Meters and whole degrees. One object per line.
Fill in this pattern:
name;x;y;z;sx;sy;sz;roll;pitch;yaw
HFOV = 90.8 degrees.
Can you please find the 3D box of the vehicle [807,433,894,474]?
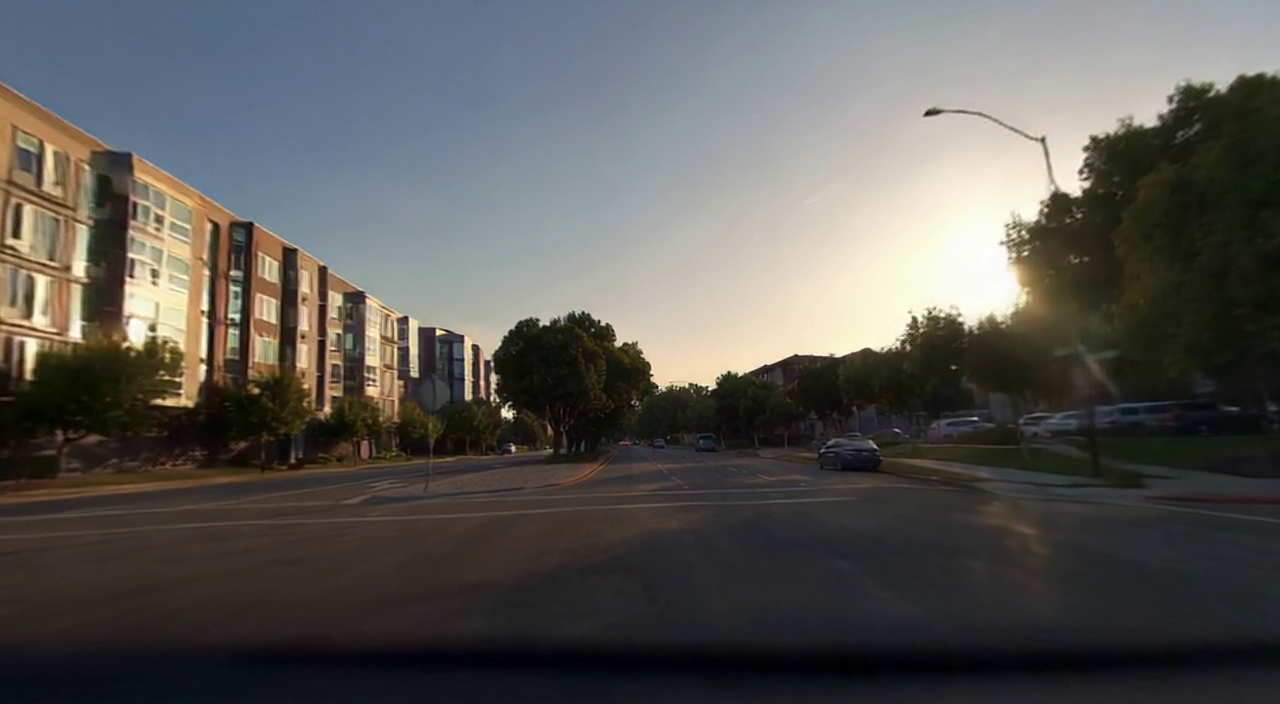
vehicle;9.777;4.756;29.839;2.065;1.732;5.036;1;-8;-4
